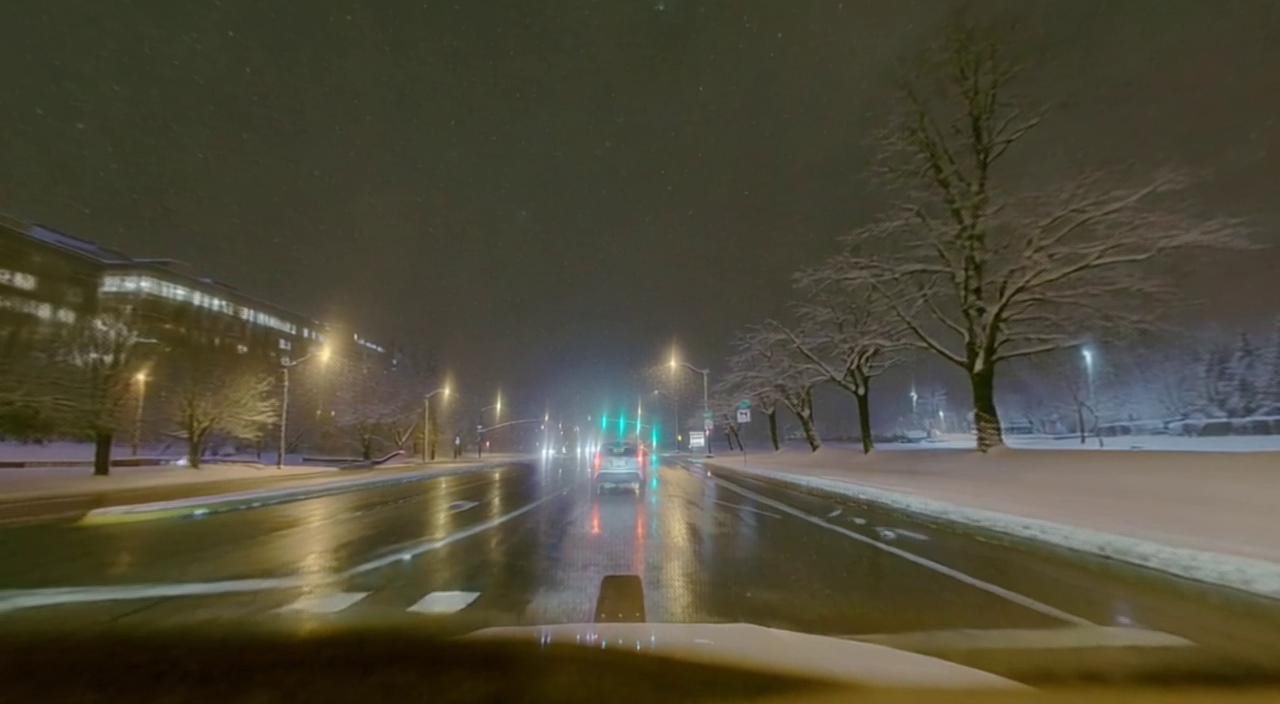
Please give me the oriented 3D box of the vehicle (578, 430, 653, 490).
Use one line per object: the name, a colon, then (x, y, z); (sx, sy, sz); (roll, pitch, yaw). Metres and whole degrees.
vehicle: (-0.723, 3.408, 20.246); (2.130, 1.711, 4.038); (0, -9, 0)
